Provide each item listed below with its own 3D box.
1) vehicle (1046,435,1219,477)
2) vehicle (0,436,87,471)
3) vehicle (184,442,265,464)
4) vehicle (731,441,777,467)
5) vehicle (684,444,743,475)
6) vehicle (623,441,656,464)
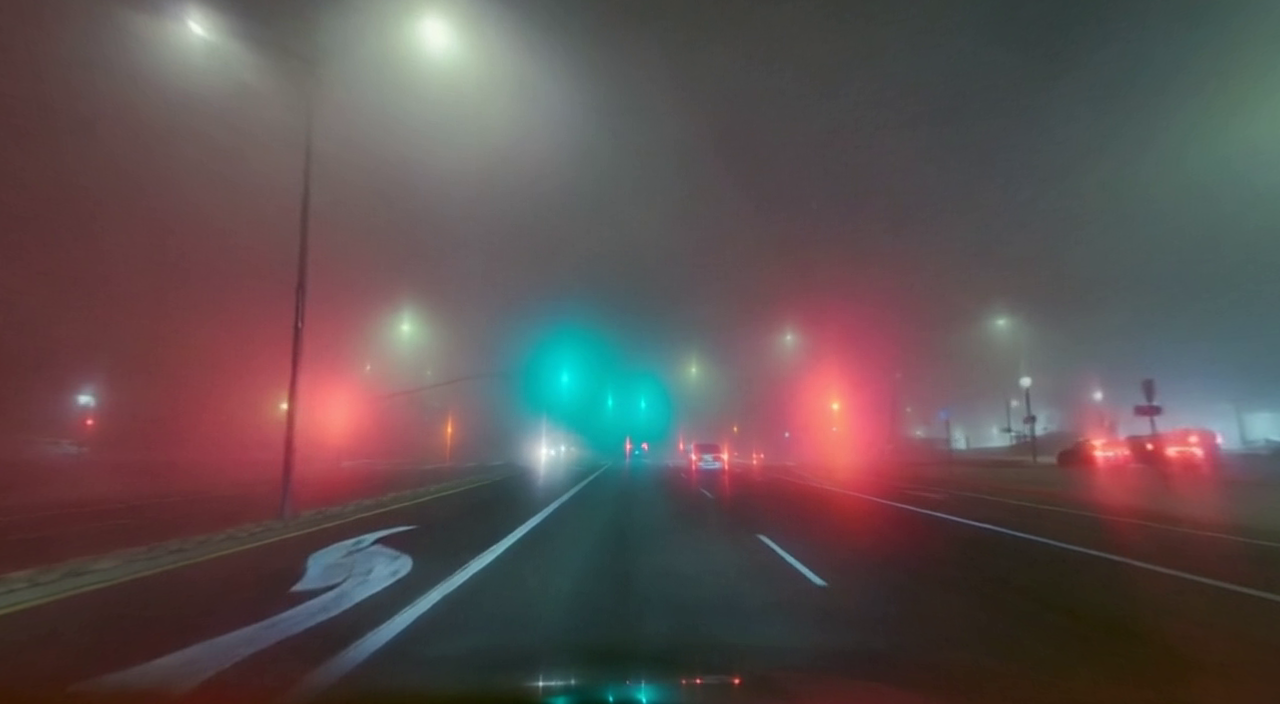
[{"bbox_3d":[23.771,5.055,30.733,6.313,1.772,2.263,-9,-11,43],"label":"vehicle"},{"bbox_3d":[-33.735,5.524,34.527,2.202,1.774,5.174,0,-9,1],"label":"vehicle"},{"bbox_3d":[-29.890,7.302,45.536,4.469,1.501,1.990,-1,-10,5],"label":"vehicle"},{"bbox_3d":[6.922,6.244,38.770,1.861,1.473,4.393,0,-8,-1],"label":"vehicle"},{"bbox_3d":[3.307,4.922,29.235,2.080,1.321,4.382,0,-8,-2],"label":"vehicle"},{"bbox_3d":[-0.036,6.757,42.606,2.143,1.480,4.006,0,-8,0],"label":"vehicle"}]
